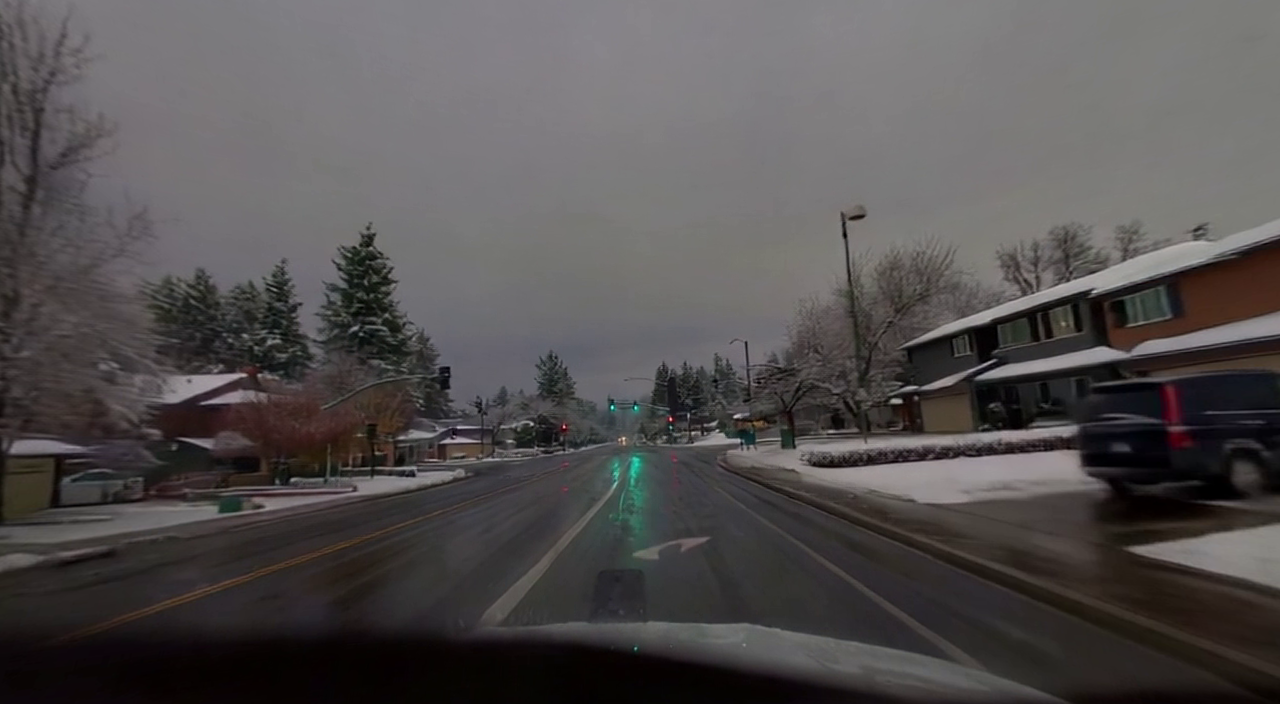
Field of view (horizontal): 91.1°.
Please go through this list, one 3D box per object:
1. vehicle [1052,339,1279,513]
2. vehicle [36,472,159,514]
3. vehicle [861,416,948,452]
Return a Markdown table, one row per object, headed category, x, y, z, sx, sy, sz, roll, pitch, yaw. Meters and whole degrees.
| category | x | y | z | sx | sy | sz | roll | pitch | yaw |
| --- | --- | --- | --- | --- | --- | --- | --- | --- | --- |
| vehicle | 8.179 | 1.003 | 8.291 | 4.636 | 1.823 | 1.997 | 3 | -9 | -18 |
| vehicle | -22.517 | 5.847 | 26.276 | 1.847 | 1.461 | 3.659 | 0 | -8 | 0 |
| vehicle | 14.608 | 4.560 | 34.795 | 3.917 | 1.454 | 1.725 | -7 | -8 | 0 |
